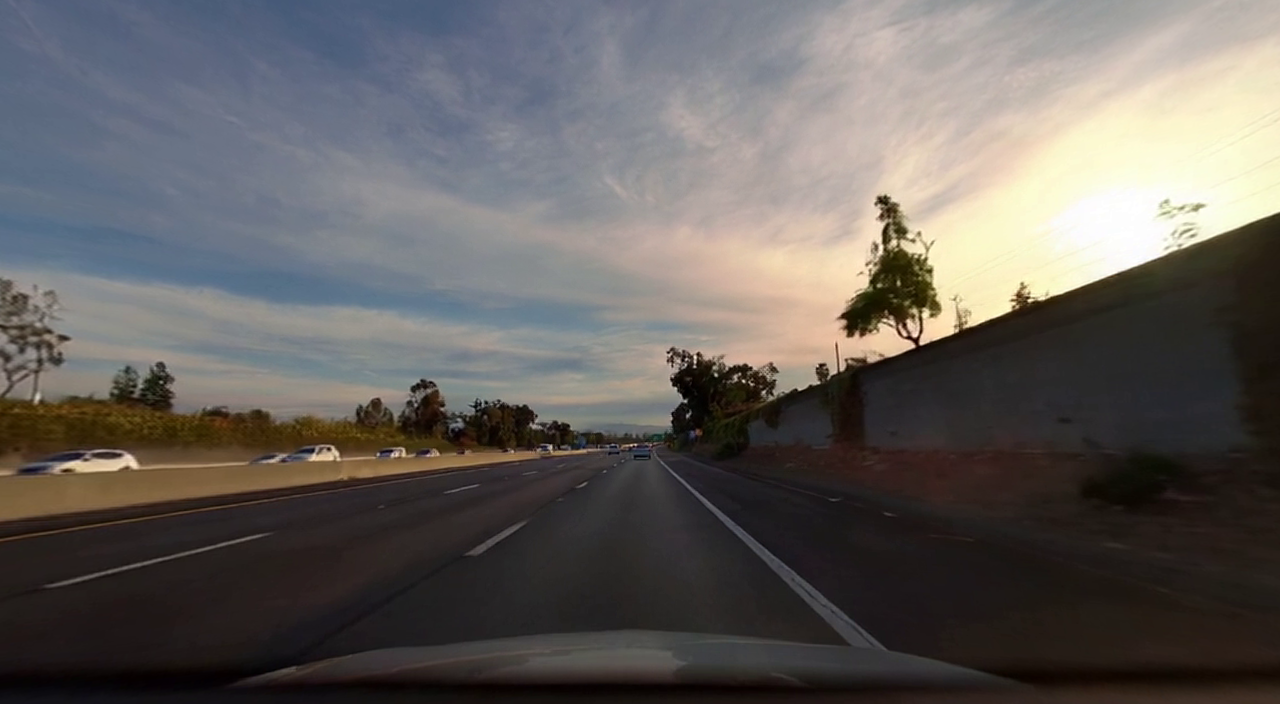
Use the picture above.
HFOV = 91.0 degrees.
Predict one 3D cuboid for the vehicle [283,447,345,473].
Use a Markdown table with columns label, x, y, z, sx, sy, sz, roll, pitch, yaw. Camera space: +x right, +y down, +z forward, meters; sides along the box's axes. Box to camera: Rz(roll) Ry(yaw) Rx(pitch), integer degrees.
| label | x | y | z | sx | sy | sz | roll | pitch | yaw |
| --- | --- | --- | --- | --- | --- | --- | --- | --- | --- |
| vehicle | -25.532 | 8.453 | 49.514 | 2.065 | 1.887 | 5.084 | 0 | -9 | 1 |

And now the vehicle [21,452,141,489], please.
| label | x | y | z | sx | sy | sz | roll | pitch | yaw |
| --- | --- | --- | --- | --- | --- | --- | --- | --- | --- |
| vehicle | -29.686 | 6.294 | 33.684 | 2.028 | 1.778 | 4.691 | 0 | -9 | 1 |
